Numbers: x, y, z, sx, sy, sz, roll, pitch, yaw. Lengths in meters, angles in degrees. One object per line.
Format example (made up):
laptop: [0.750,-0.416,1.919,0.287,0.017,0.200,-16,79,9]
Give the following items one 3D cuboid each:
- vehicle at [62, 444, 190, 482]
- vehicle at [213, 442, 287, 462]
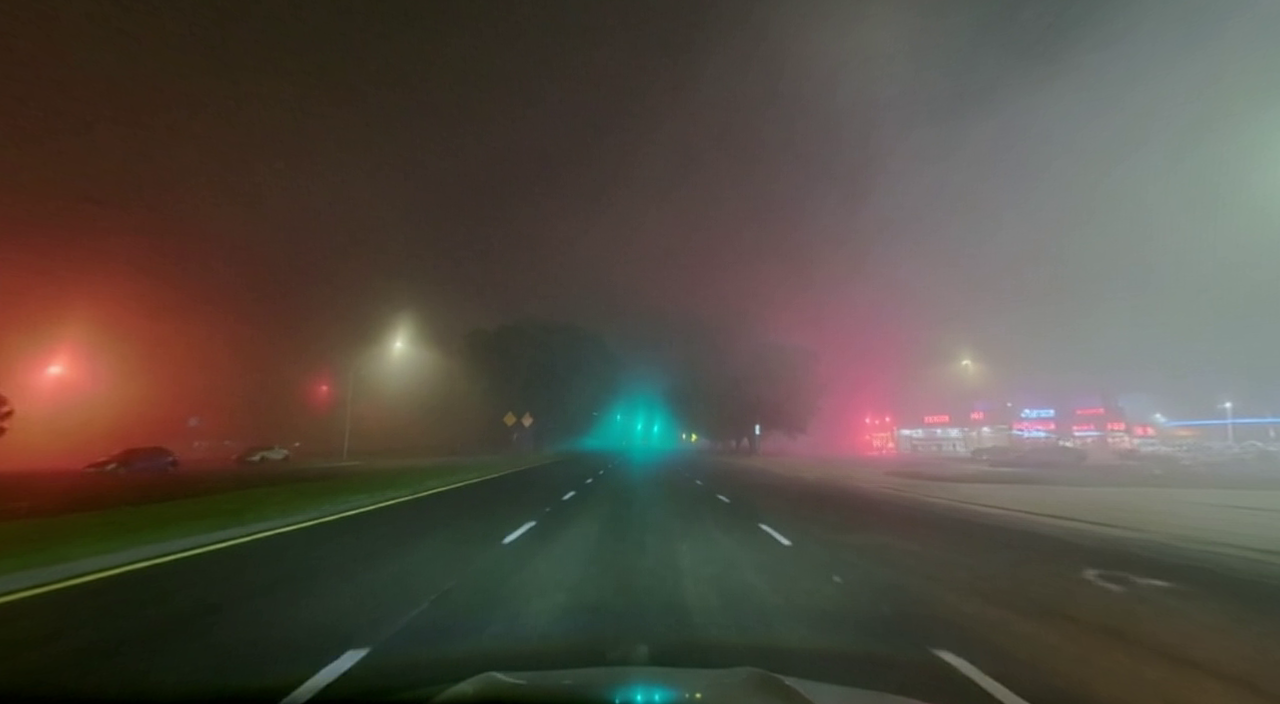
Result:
vehicle: [-22.590,4.861,28.018,1.771,1.524,4.592,0,-8,0]
vehicle: [-30.122,7.739,48.874,4.341,1.465,2.304,-2,-8,9]
